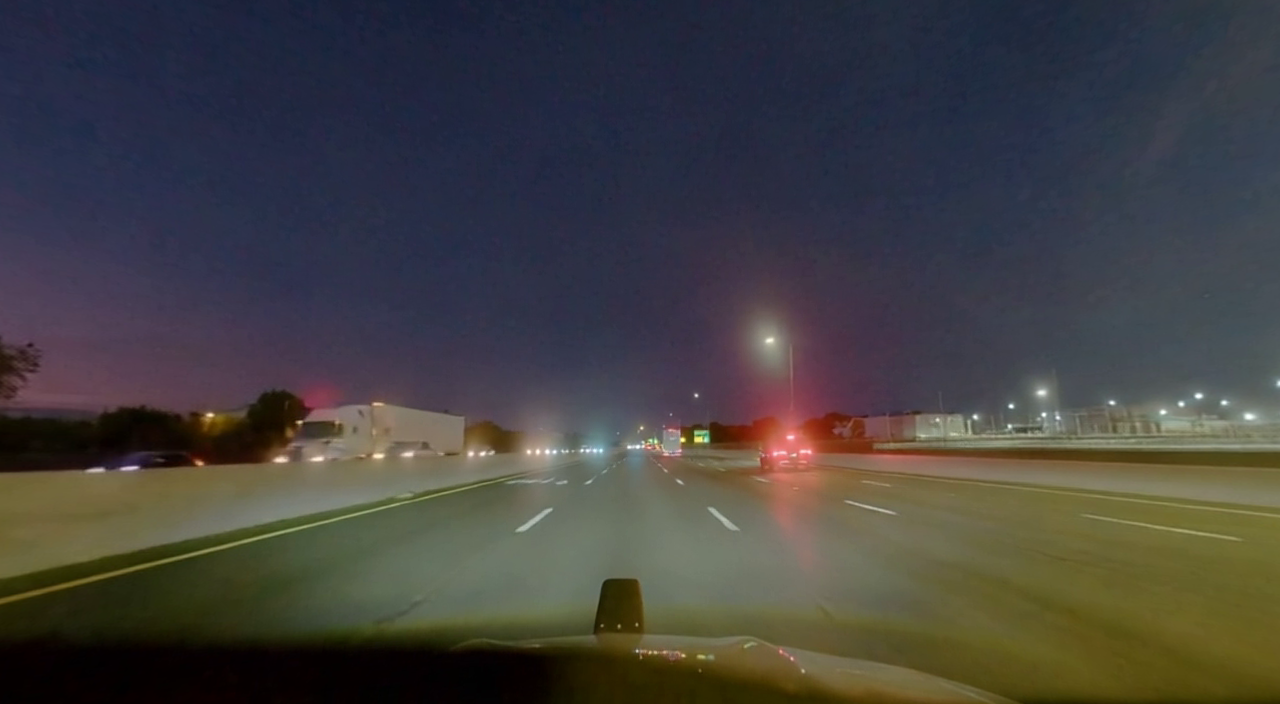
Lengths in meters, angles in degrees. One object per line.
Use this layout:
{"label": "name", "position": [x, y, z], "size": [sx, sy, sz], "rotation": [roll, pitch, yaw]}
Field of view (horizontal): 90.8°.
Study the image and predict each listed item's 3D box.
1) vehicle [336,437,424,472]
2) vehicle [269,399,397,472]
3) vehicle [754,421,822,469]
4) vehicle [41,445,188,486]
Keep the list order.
{"label": "vehicle", "position": [-13.592, 5.411, 33.498], "size": [2.173, 1.709, 5.541], "rotation": [0, -9, 1]}
{"label": "vehicle", "position": [-17.402, 4.904, 36.712], "size": [3.000, 3.731, 8.444], "rotation": [0, -9, 1]}
{"label": "vehicle", "position": [10.998, 7.094, 48.017], "size": [2.912, 3.293, 9.588], "rotation": [0, -9, 0]}
{"label": "vehicle", "position": [-20.826, 4.510, 25.354], "size": [1.921, 1.473, 4.590], "rotation": [0, -9, 0]}
